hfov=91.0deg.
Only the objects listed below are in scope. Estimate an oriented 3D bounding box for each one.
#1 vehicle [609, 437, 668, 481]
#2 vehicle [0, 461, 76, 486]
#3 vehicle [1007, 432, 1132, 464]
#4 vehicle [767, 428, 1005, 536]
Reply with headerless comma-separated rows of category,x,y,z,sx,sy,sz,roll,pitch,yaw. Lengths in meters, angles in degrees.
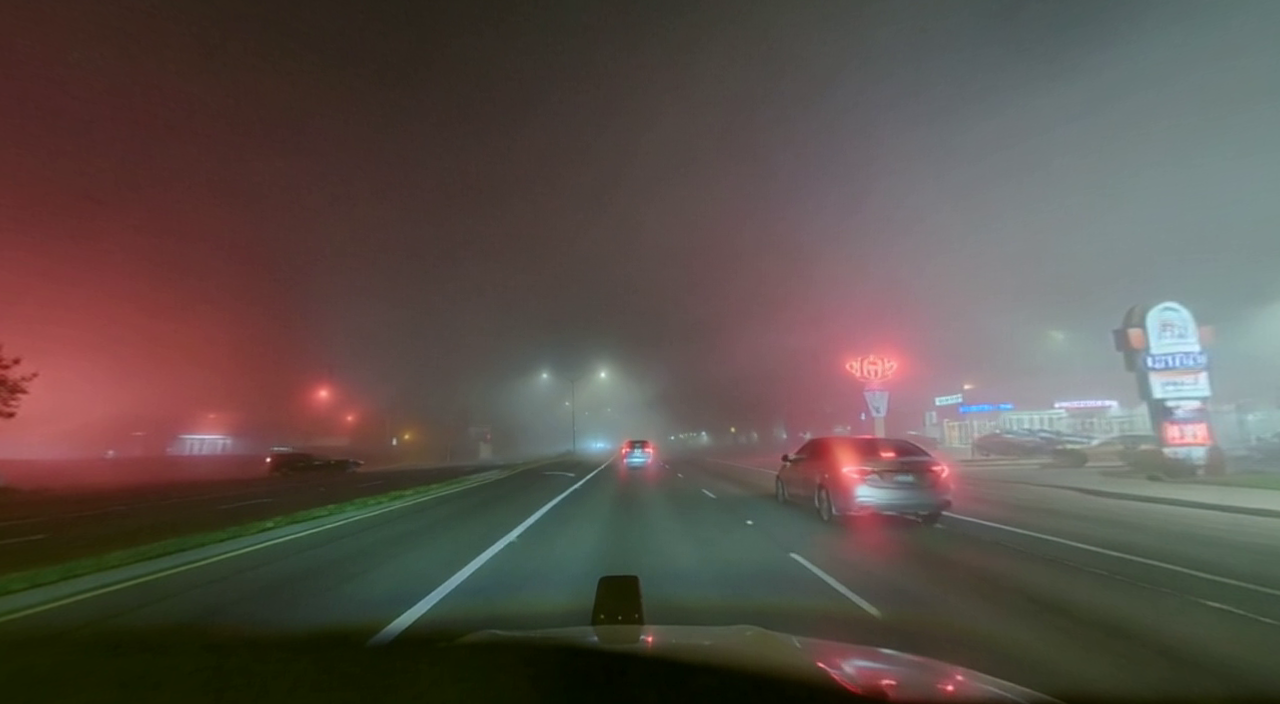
vehicle,-0.085,3.888,23.113,1.998,1.452,3.773,0,-9,-1
vehicle,-41.684,8.274,42.999,1.833,1.478,4.769,0,-9,-1
vehicle,21.700,4.881,31.967,4.763,1.544,2.047,0,-9,1
vehicle,3.856,2.142,11.025,2.153,1.456,4.705,0,-9,-2
